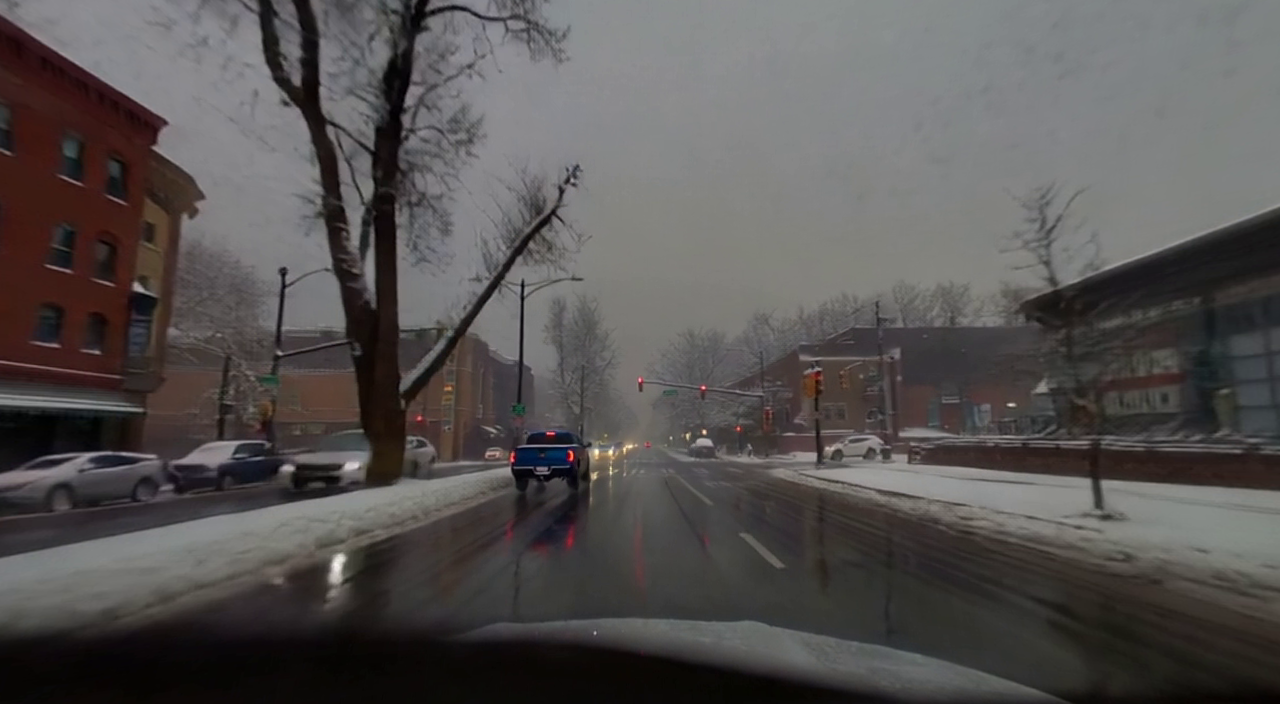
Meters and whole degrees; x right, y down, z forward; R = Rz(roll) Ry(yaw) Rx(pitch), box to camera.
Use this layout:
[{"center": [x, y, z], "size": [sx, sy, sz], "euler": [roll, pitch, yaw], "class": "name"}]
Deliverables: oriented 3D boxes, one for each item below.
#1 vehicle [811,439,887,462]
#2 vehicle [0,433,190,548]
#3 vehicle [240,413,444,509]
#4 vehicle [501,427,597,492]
[{"center": [14.074, 6.689, 42.642], "size": [4.447, 1.484, 1.928], "euler": [0, -9, 1], "class": "vehicle"}, {"center": [-10.126, 2.249, 10.743], "size": [1.894, 1.636, 4.057], "euler": [0, -9, 0], "class": "vehicle"}, {"center": [-7.100, 2.708, 16.042], "size": [2.308, 1.961, 5.807], "euler": [0, -9, 1], "class": "vehicle"}, {"center": [-2.714, 3.403, 20.276], "size": [2.197, 1.786, 5.365], "euler": [0, -9, 1], "class": "vehicle"}]
